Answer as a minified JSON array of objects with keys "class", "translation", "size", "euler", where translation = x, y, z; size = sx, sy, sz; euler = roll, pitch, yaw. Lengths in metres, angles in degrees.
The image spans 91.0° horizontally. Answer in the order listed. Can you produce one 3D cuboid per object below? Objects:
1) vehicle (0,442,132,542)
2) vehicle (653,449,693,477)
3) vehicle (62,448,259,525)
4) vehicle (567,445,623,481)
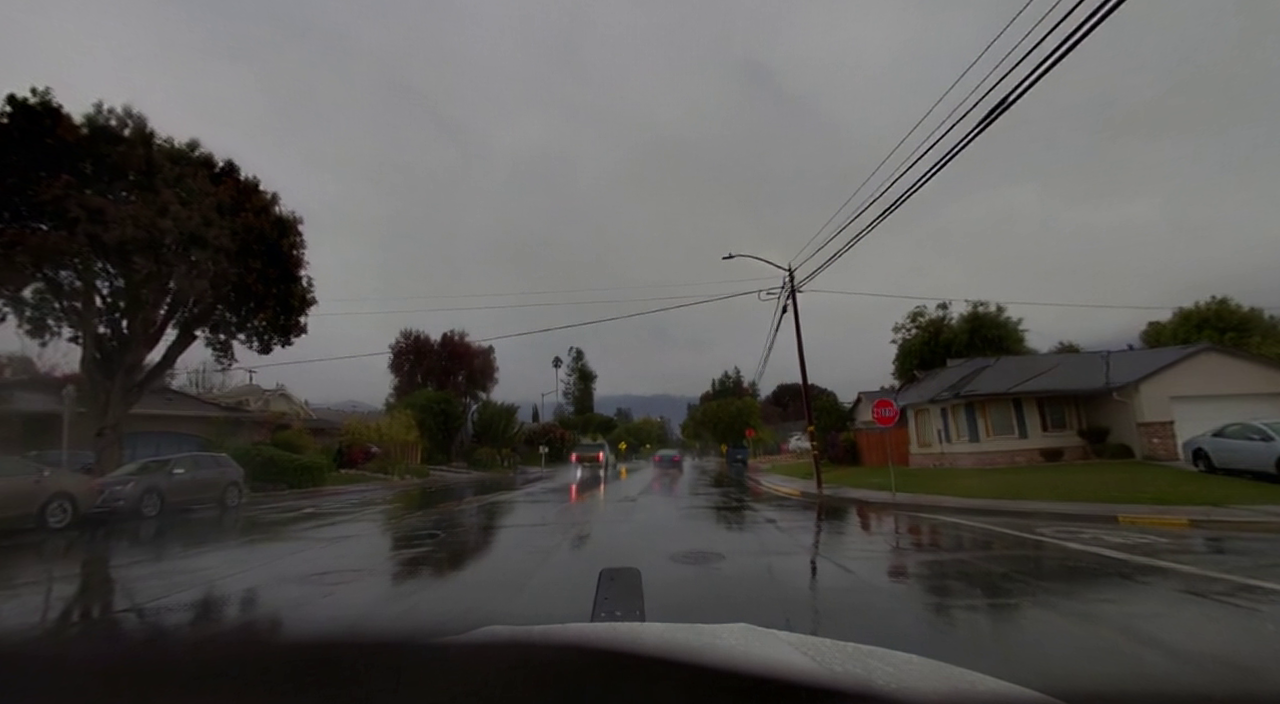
[{"class":"vehicle","translation":[-14.124,2.965,13.064],"size":[2.191,1.980,5.888],"euler":[-4,-8,1]},{"class":"vehicle","translation":[1.986,6.331,36.250],"size":[1.955,1.459,4.383],"euler":[-1,-9,7]},{"class":"vehicle","translation":[-13.798,3.890,18.615],"size":[2.076,1.864,4.730],"euler":[-3,-10,1]},{"class":"vehicle","translation":[-2.253,5.754,32.947],"size":[2.178,1.695,4.339],"euler":[-1,-9,6]}]
